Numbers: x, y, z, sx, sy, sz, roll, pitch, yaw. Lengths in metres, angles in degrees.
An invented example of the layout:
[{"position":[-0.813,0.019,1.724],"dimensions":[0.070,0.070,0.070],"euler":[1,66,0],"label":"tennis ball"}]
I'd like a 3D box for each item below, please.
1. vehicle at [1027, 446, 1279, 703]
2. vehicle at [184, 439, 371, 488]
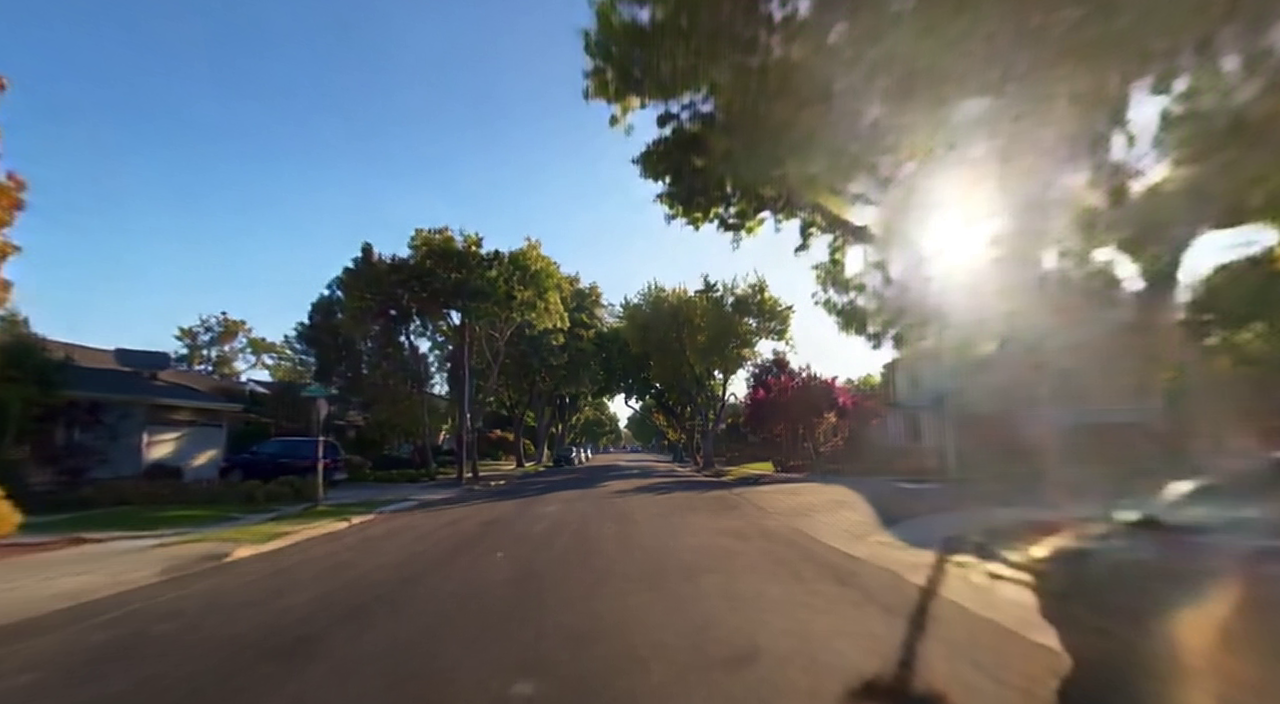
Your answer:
[{"position":[3.849,1.160,2.775],"dimensions":[1.849,1.470,3.807],"euler":[0,-9,0],"label":"vehicle"},{"position":[-14.152,4.377,25.061],"dimensions":[5.863,1.773,2.451],"euler":[0,-9,-4],"label":"vehicle"}]
